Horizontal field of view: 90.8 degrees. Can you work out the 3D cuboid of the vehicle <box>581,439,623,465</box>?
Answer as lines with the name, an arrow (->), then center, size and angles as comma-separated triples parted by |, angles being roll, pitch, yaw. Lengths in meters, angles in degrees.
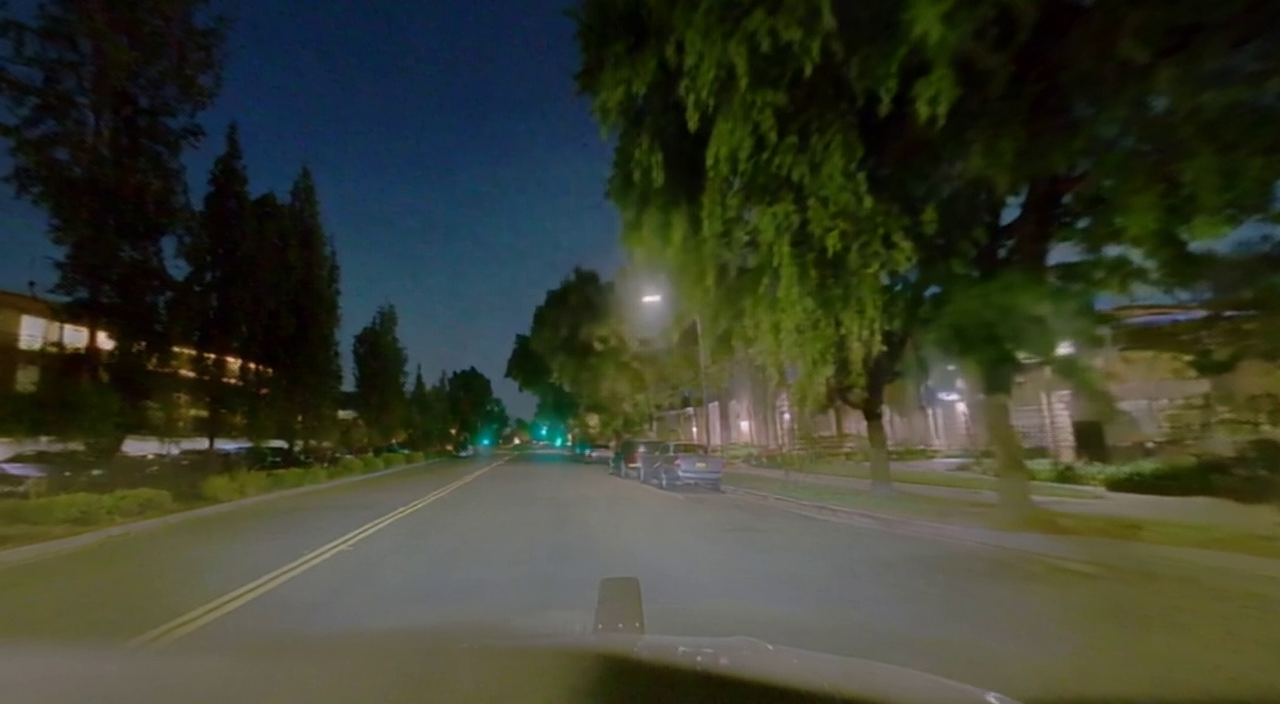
vehicle -> -2.508, 6.319, 40.044 | 1.952, 1.538, 5.215 | 1, -8, -11

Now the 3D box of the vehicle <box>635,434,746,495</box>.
vehicle -> 1.295, 3.262, 18.737 | 1.933, 1.528, 5.006 | 1, -9, -12

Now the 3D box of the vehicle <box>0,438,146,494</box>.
vehicle -> -18.869, 3.627, 20.314 | 4.444, 1.647, 2.117 | -2, -8, 10

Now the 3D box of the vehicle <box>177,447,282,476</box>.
vehicle -> -22.082, 5.869, 34.046 | 4.491, 1.455, 1.959 | -2, -8, 8
